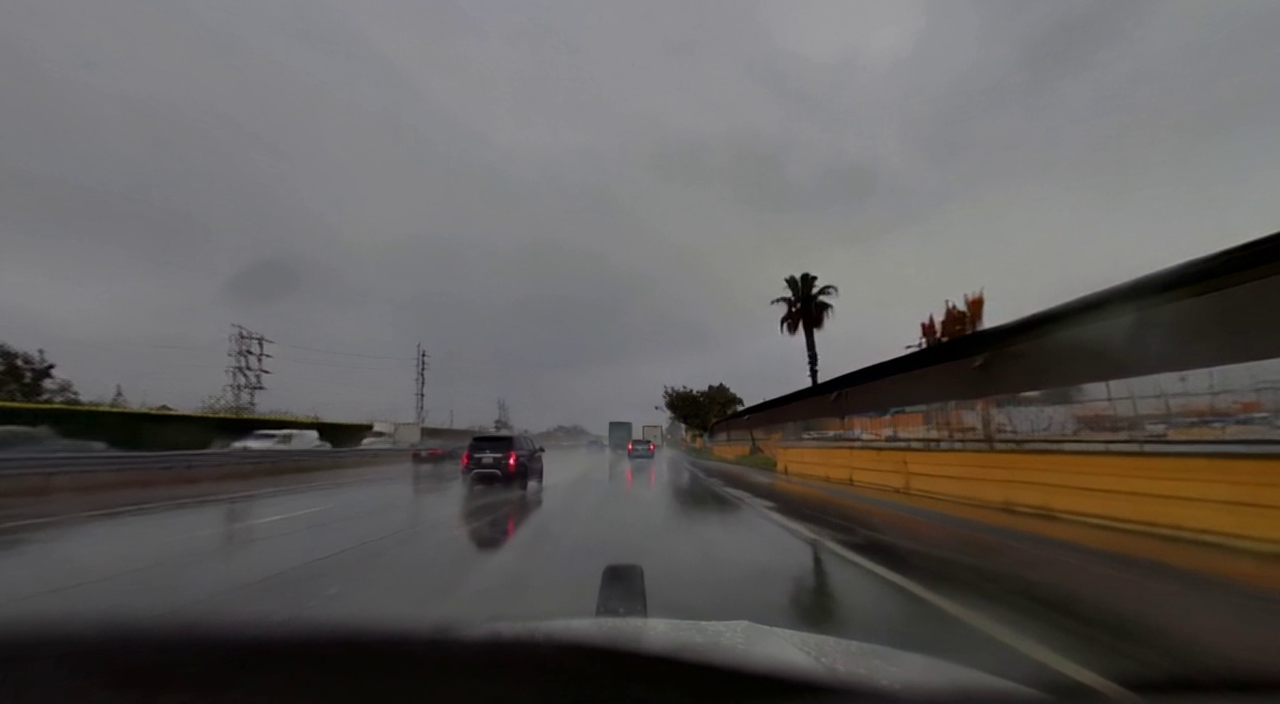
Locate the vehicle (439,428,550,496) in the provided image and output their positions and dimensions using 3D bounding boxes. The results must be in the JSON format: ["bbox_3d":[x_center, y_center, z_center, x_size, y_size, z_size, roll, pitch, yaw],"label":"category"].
[{"bbox_3d":[-4.121,3.199,18.748,2.108,1.740,4.549,0,-8,2],"label":"vehicle"}]

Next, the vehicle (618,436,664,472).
[{"bbox_3d":[0.085,5.076,31.523,2.136,1.678,4.052,0,-8,1],"label":"vehicle"}]

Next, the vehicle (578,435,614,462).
[{"bbox_3d":[-3.366,7.505,49.034,2.203,1.958,4.848,-1,-8,2],"label":"vehicle"}]

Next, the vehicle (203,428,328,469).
[{"bbox_3d":[-17.641,4.593,30.166,2.256,1.779,5.718,-1,-8,3],"label":"vehicle"}]

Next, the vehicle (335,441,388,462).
[{"bbox_3d":[-20.785,7.451,47.204,1.755,1.460,4.353,-1,-8,3],"label":"vehicle"}]

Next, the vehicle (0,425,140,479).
[{"bbox_3d":[-21.861,3.674,23.326,2.162,1.745,5.317,-1,-8,2],"label":"vehicle"}]
